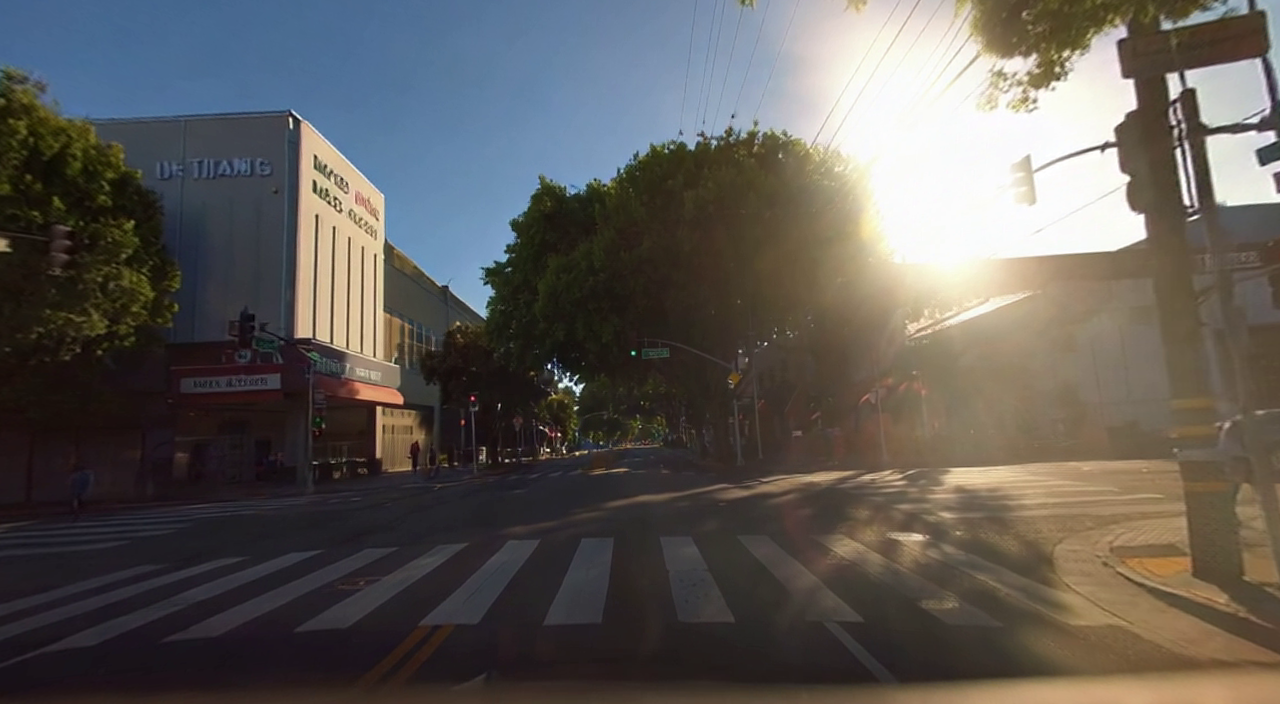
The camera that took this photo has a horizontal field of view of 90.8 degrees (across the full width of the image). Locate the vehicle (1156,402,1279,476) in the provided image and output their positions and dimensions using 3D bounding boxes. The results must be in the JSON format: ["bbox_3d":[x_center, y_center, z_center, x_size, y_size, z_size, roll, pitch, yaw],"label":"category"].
[{"bbox_3d":[14.440,1.907,13.806,4.632,1.484,1.907,0,-8,-1],"label":"vehicle"}]
